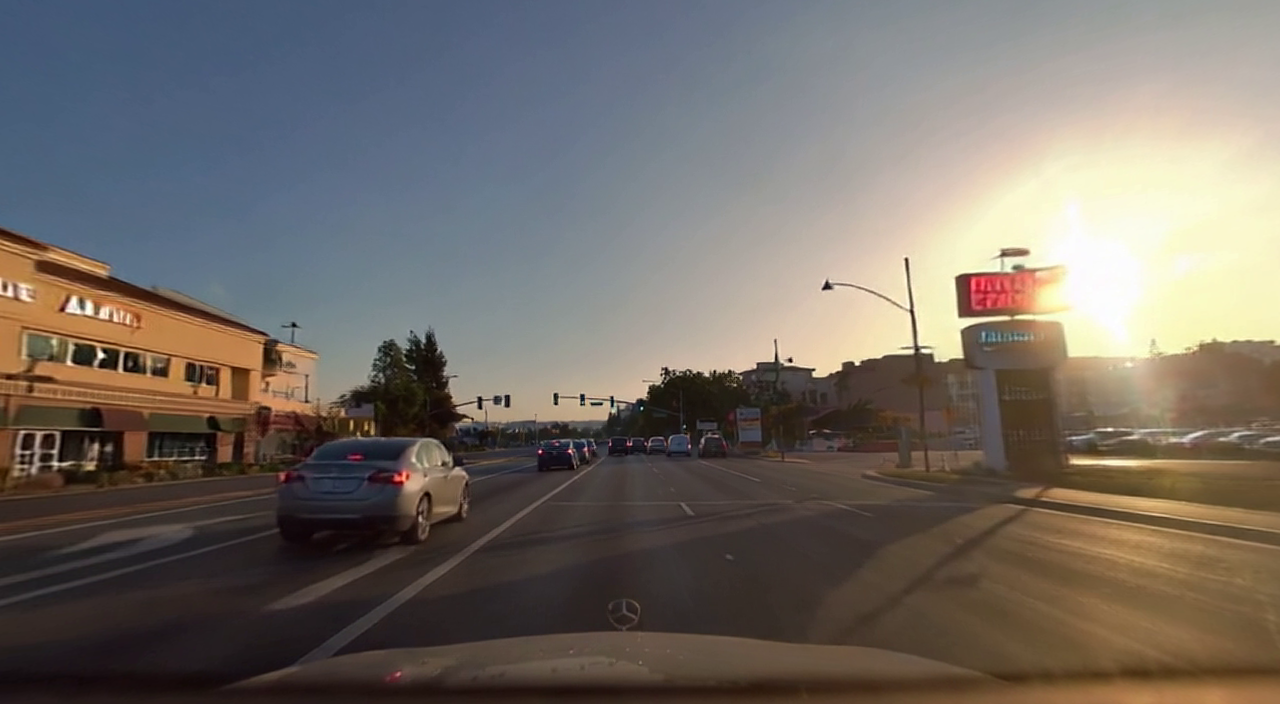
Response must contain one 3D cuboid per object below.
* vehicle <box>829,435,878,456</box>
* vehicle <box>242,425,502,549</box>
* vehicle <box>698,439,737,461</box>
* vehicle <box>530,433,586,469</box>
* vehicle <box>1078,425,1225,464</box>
[{"bbox_3d":[15.744,6.925,46.817,1.819,1.457,4.680,0,-8,-3],"label":"vehicle"},{"bbox_3d":[-3.771,1.982,10.033,2.097,1.497,4.571,0,-8,1],"label":"vehicle"},{"bbox_3d":[5.298,6.762,43.806,2.017,1.453,4.497,0,-8,-1],"label":"vehicle"},{"bbox_3d":[-3.981,4.875,31.355,2.143,1.643,4.336,0,-8,0],"label":"vehicle"},{"bbox_3d":[23.585,4.325,29.385,4.824,1.693,1.984,-4,-9,21],"label":"vehicle"}]
